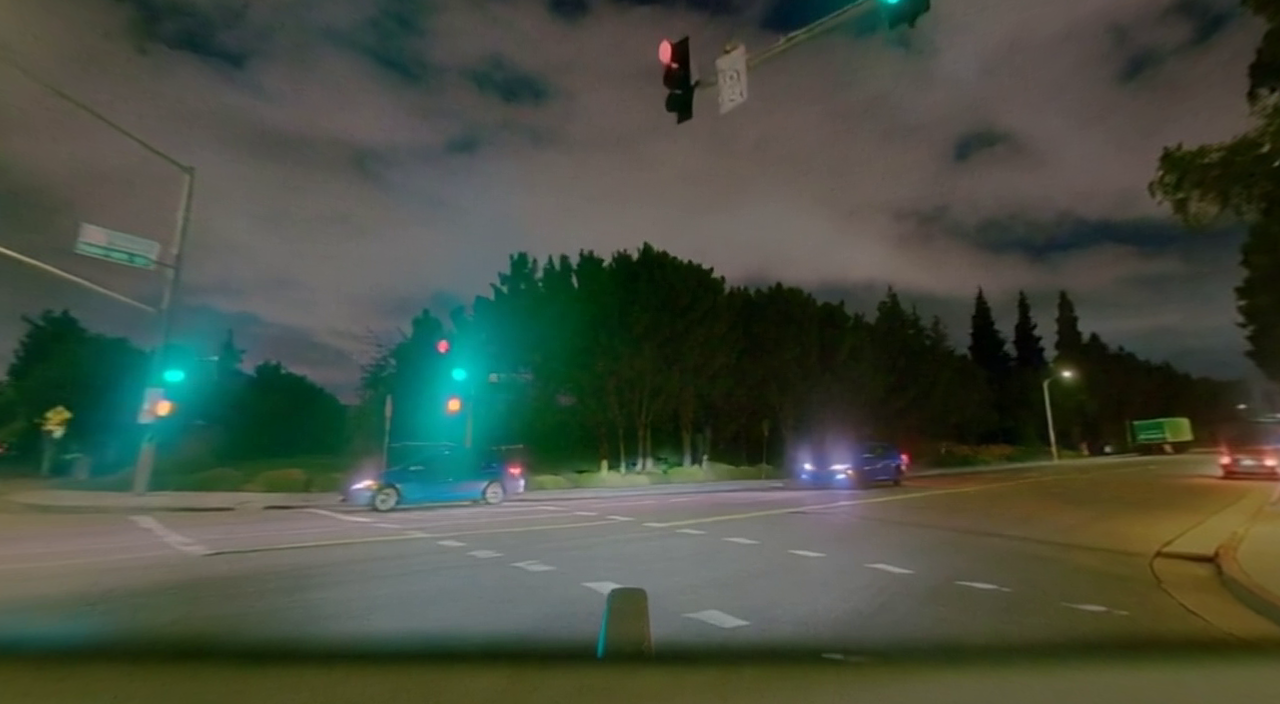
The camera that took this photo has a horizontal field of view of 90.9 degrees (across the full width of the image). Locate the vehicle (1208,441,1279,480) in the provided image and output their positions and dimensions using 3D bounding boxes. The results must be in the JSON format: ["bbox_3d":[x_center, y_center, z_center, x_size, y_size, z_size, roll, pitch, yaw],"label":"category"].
[{"bbox_3d":[26.206,4.636,27.122,4.389,1.509,2.098,8,-13,-43],"label":"vehicle"}]

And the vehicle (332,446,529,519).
[{"bbox_3d":[-4.631,2.840,14.158,3.816,1.410,1.757,6,-11,-35],"label":"vehicle"}]

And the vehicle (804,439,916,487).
[{"bbox_3d":[8.847,4.394,25.132,4.662,1.687,2.145,8,-13,-42],"label":"vehicle"}]
